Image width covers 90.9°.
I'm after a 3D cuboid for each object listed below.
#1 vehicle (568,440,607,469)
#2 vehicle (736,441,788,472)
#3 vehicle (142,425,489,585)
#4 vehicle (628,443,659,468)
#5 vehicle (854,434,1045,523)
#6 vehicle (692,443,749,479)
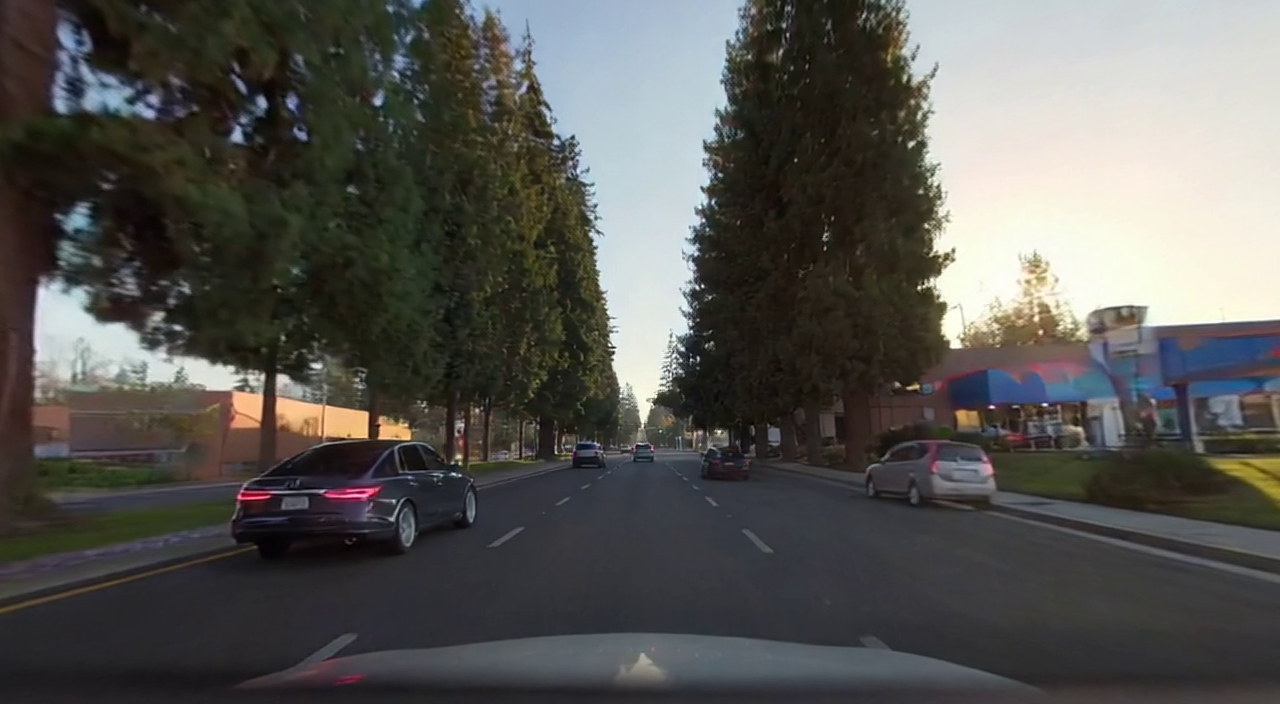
[{"bbox_3d":[-3.364,6.653,41.014,2.051,1.747,4.370,0,-8,1],"label":"vehicle"},{"bbox_3d":[6.819,5.908,35.798,1.988,1.659,4.508,0,-9,-1],"label":"vehicle"},{"bbox_3d":[-3.785,1.869,8.757,1.988,1.530,5.155,0,-8,1],"label":"vehicle"},{"bbox_3d":[0.243,6.687,40.903,1.922,1.579,3.642,0,-8,0],"label":"vehicle"},{"bbox_3d":[6.374,2.626,13.667,1.983,1.599,4.243,0,-9,0],"label":"vehicle"},{"bbox_3d":[3.533,4.865,28.544,2.010,1.486,4.498,0,-8,0],"label":"vehicle"}]
